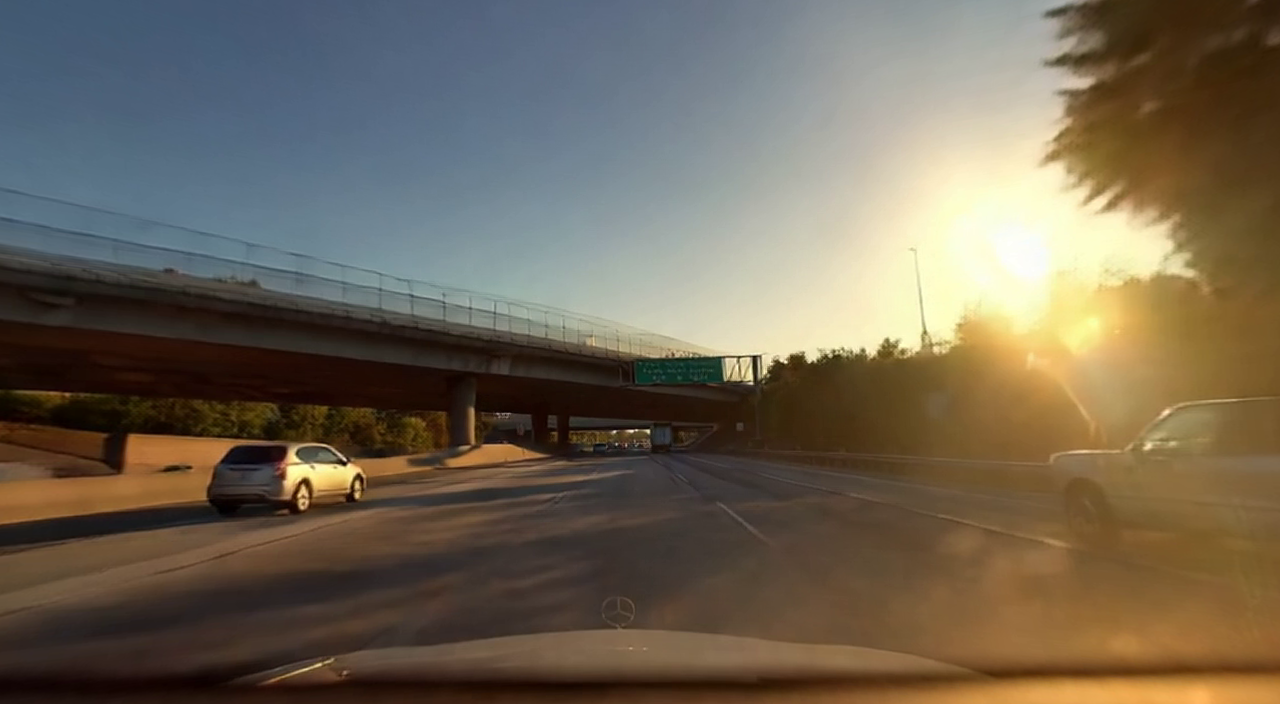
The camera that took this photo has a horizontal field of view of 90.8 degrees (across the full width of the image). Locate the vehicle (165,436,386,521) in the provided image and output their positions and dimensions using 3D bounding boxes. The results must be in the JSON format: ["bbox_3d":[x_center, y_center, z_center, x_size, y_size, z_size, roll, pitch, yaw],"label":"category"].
[{"bbox_3d":[-7.384,2.584,13.493,2.033,1.494,4.508,0,-9,0],"label":"vehicle"}]

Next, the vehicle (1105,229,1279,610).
[{"bbox_3d":[6.153,0.225,2.944,2.530,2.821,6.720,0,-9,-3],"label":"vehicle"}]
